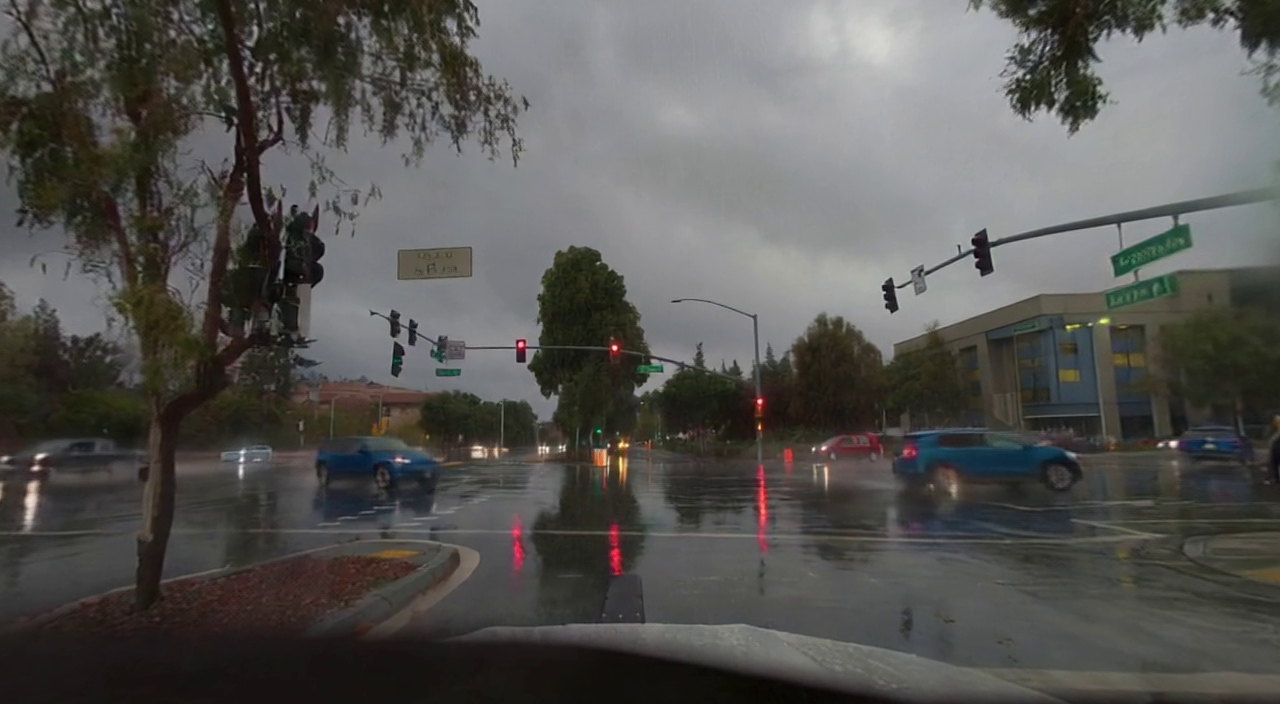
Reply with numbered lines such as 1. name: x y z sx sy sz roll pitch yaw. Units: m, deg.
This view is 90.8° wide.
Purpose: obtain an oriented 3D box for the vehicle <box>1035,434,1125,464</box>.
1. vehicle: 27.753 6.149 40.085 2.156 1.719 4.780 0 -8 -2

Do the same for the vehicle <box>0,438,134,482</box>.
1. vehicle: -23.558 4.372 25.831 1.951 1.609 4.693 0 -8 -2

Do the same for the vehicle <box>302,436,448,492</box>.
1. vehicle: -8.248 3.403 19.585 4.312 1.540 2.007 -6 -10 33

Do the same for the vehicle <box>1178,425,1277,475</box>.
1. vehicle: 23.723 3.984 25.786 2.457 1.777 6.196 -7 -11 39

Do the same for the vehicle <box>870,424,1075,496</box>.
1. vehicle: 9.016 2.928 17.374 4.509 1.821 2.066 1 -9 -9
